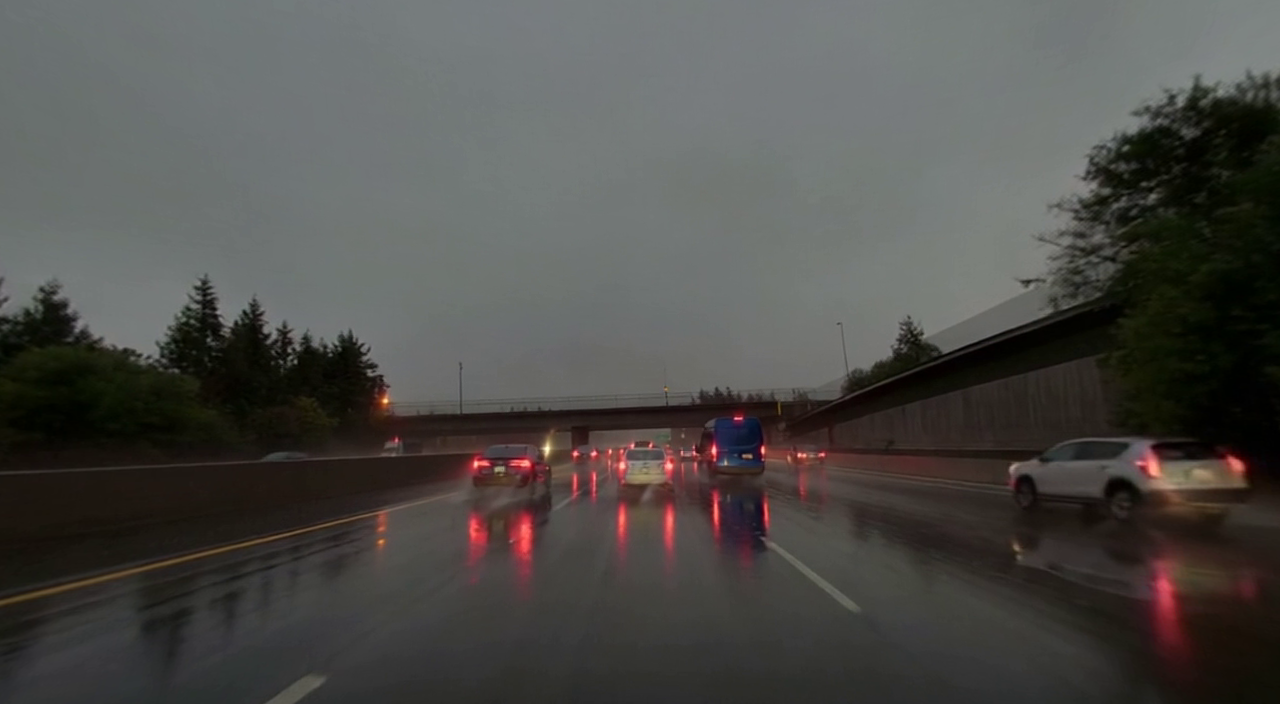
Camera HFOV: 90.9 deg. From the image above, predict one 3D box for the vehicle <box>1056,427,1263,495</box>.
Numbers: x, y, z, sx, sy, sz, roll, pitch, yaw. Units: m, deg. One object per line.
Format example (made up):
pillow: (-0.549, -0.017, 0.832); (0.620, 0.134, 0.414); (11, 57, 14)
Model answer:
vehicle: (16.254, 3.443, 20.248); (2.189, 1.869, 5.080); (0, -8, -1)

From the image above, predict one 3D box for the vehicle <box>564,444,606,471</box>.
vehicle: (-3.582, 6.976, 41.958); (2.258, 1.655, 4.397); (0, -8, 1)

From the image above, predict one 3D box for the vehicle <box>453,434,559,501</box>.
vehicle: (-3.761, 3.327, 18.533); (2.078, 1.706, 4.298); (0, -8, 1)

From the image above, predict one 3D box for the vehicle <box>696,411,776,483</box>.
vehicle: (4.028, 4.189, 27.934); (2.436, 2.745, 6.607); (0, -8, 0)

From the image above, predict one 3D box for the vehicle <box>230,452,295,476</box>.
vehicle: (-26.059, 7.704, 43.695); (1.987, 1.487, 3.758); (0, -8, 3)

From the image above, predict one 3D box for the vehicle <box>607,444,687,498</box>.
vehicle: (0.173, 3.563, 19.303); (2.174, 1.467, 4.005); (0, -8, 0)
